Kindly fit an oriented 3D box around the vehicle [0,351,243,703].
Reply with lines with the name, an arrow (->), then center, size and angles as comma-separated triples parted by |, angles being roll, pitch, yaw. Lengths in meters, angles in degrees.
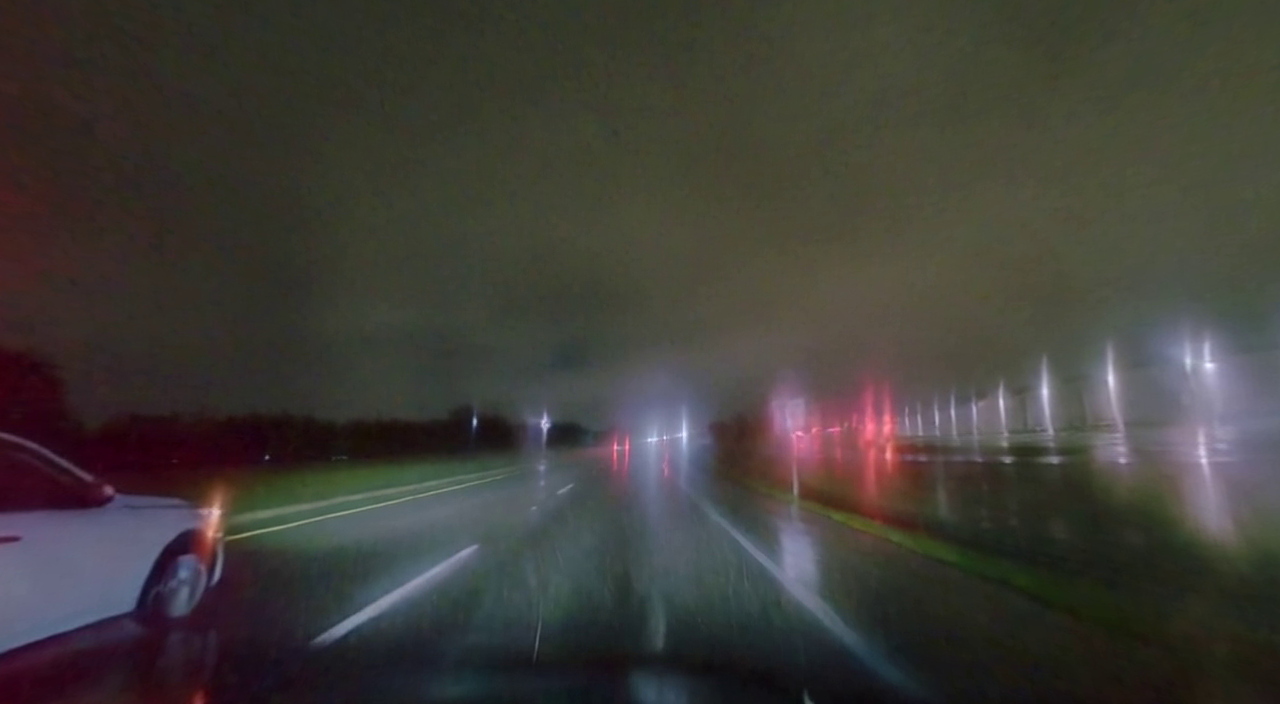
vehicle -> -4.205, 0.793, 2.410 | 2.193, 1.771, 4.757 | 0, -9, 1
